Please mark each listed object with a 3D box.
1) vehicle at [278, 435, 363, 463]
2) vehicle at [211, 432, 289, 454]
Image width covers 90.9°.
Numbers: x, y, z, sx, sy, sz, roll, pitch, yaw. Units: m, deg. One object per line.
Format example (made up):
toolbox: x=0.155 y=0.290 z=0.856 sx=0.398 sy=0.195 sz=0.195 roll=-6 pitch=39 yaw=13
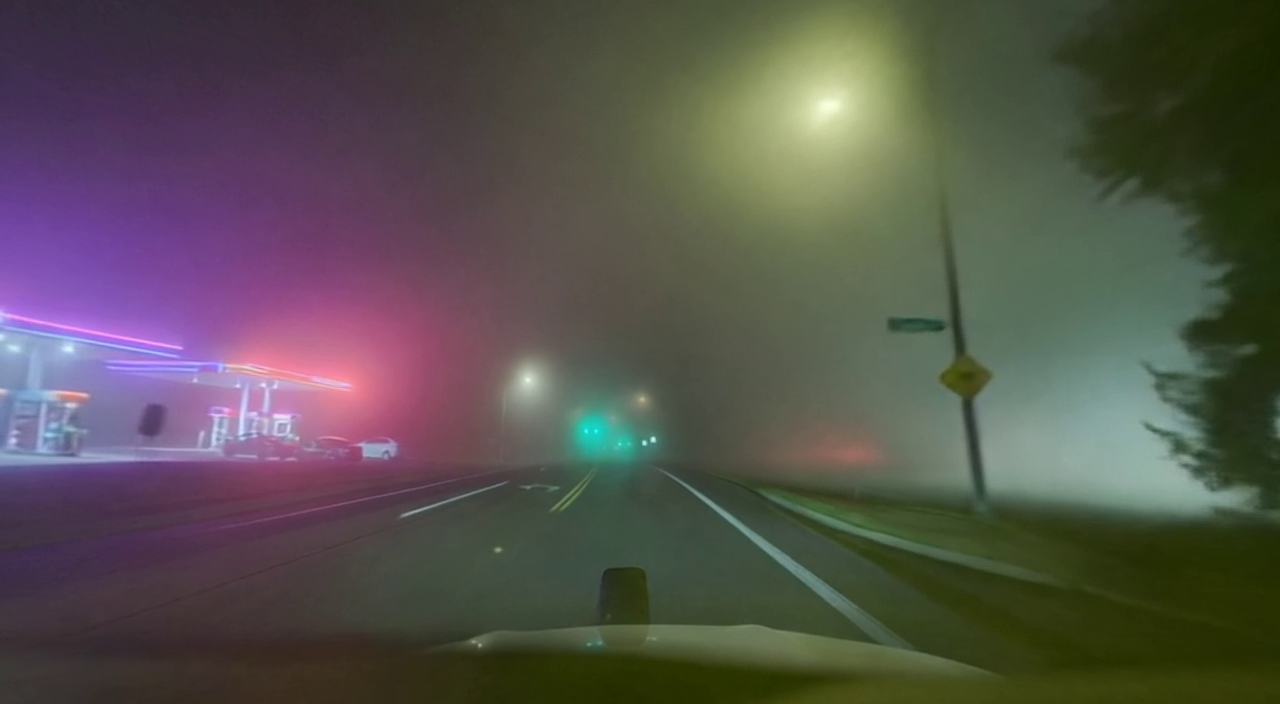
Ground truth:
vehicle: x=-22.234 y=6.768 z=43.939 sx=4.907 sy=1.827 sz=2.121 roll=6 pitch=-10 yaw=-35
vehicle: x=-28.555 y=6.652 z=46.212 sx=4.505 sy=1.523 sz=1.873 roll=8 pitch=-12 yaw=-43
